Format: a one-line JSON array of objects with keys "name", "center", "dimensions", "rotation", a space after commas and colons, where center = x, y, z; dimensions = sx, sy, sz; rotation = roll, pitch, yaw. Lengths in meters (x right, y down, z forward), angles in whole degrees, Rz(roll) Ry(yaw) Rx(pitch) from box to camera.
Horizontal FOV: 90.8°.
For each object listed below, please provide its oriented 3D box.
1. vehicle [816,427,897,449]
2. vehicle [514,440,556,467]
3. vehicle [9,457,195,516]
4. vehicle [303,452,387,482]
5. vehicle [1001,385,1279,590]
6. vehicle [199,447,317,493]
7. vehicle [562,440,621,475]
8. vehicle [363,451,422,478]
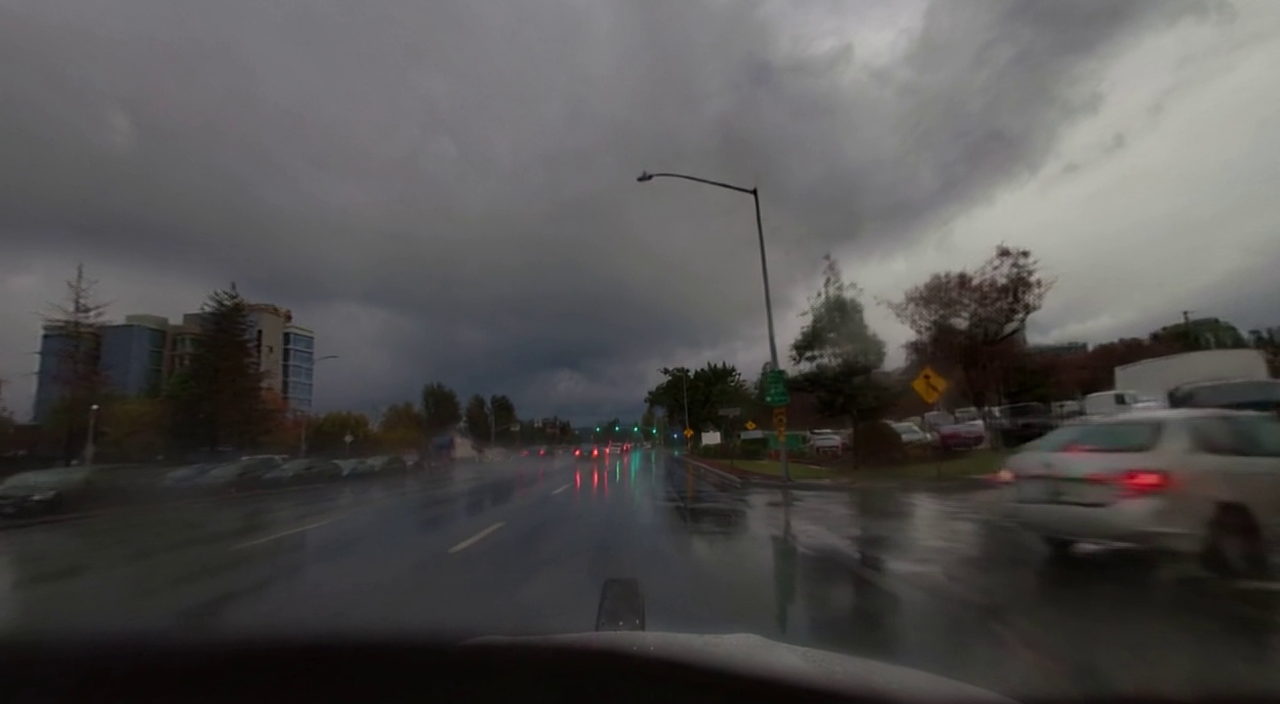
[{"name": "vehicle", "center": [14.439, 5.798, 42.337], "dimensions": [4.739, 1.424, 1.936], "rotation": [0, -8, 2]}, {"name": "vehicle", "center": [-7.360, 7.124, 44.657], "dimensions": [2.054, 1.744, 4.422], "rotation": [0, -8, 2]}, {"name": "vehicle", "center": [-16.429, 4.082, 19.678], "dimensions": [1.849, 1.472, 4.441], "rotation": [0, -8, 1]}, {"name": "vehicle", "center": [-16.361, 6.374, 35.364], "dimensions": [2.162, 1.480, 5.017], "rotation": [0, -8, 1]}, {"name": "vehicle", "center": [6.401, 1.269, 6.591], "dimensions": [4.504, 1.513, 2.208], "rotation": [4, -9, -23]}, {"name": "vehicle", "center": [-16.399, 5.054, 27.474], "dimensions": [2.073, 1.749, 4.770], "rotation": [0, -8, 1]}, {"name": "vehicle", "center": [-2.237, 5.042, 30.544], "dimensions": [2.235, 1.500, 4.420], "rotation": [0, -8, 4]}, {"name": "vehicle", "center": [-16.152, 7.353, 41.513], "dimensions": [2.024, 1.531, 4.580], "rotation": [0, -8, 1]}]
